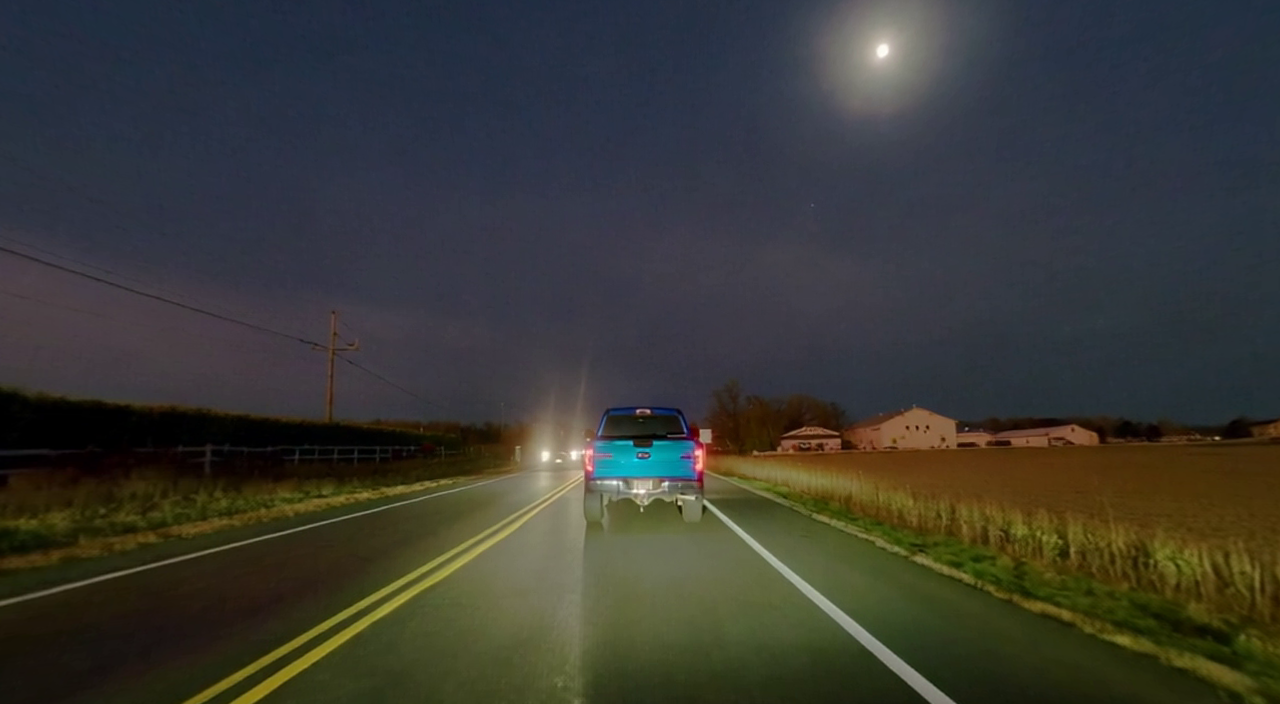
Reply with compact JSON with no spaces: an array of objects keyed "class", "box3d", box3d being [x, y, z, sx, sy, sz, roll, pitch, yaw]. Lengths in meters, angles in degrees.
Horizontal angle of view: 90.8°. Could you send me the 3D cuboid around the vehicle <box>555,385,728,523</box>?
[{"class":"vehicle","box3d":[-0.039,2.256,14.382,2.912,2.320,7.292,0,-8,-1]}]
